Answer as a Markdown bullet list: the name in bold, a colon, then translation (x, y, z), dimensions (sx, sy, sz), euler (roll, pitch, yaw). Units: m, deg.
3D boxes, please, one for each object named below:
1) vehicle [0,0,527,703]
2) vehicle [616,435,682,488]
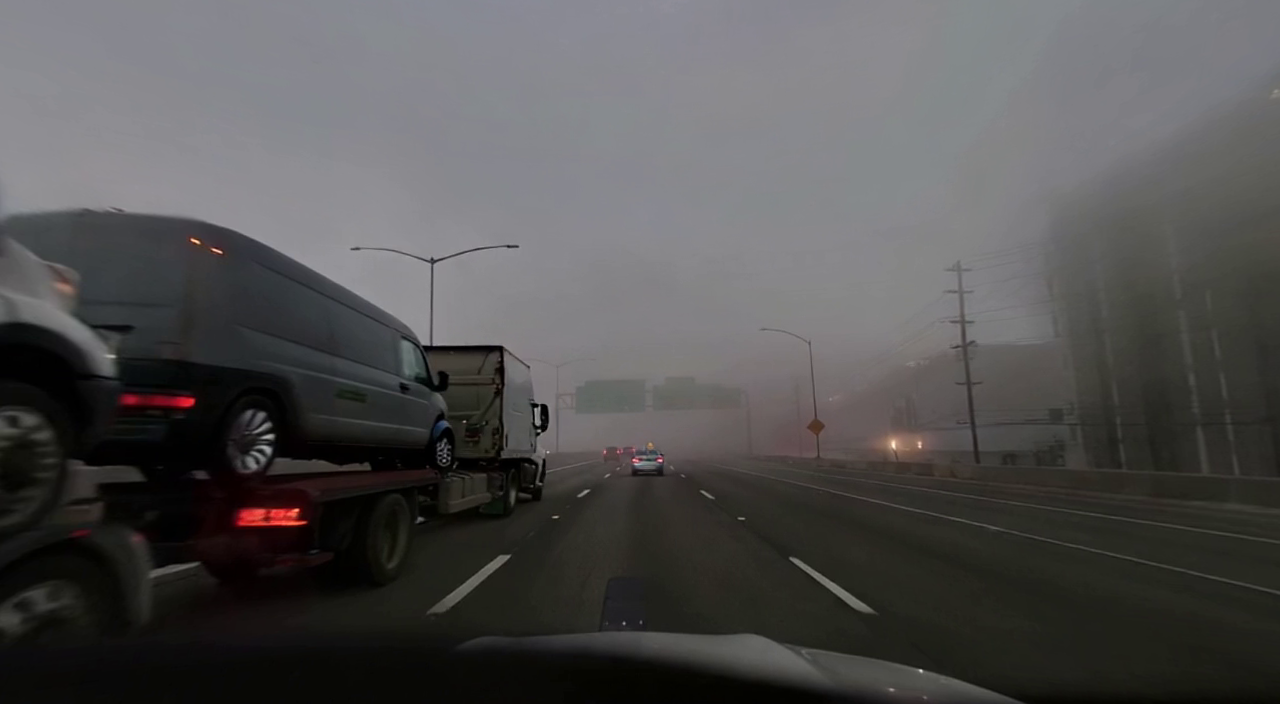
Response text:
- **vehicle**: translation (-3.925, -0.033, 4.728), dimensions (2.888, 4.308, 16.259), euler (0, -8, 1)
- **vehicle**: translation (0.301, 4.177, 24.510), dimensions (2.279, 1.837, 4.747), euler (0, -8, 0)
